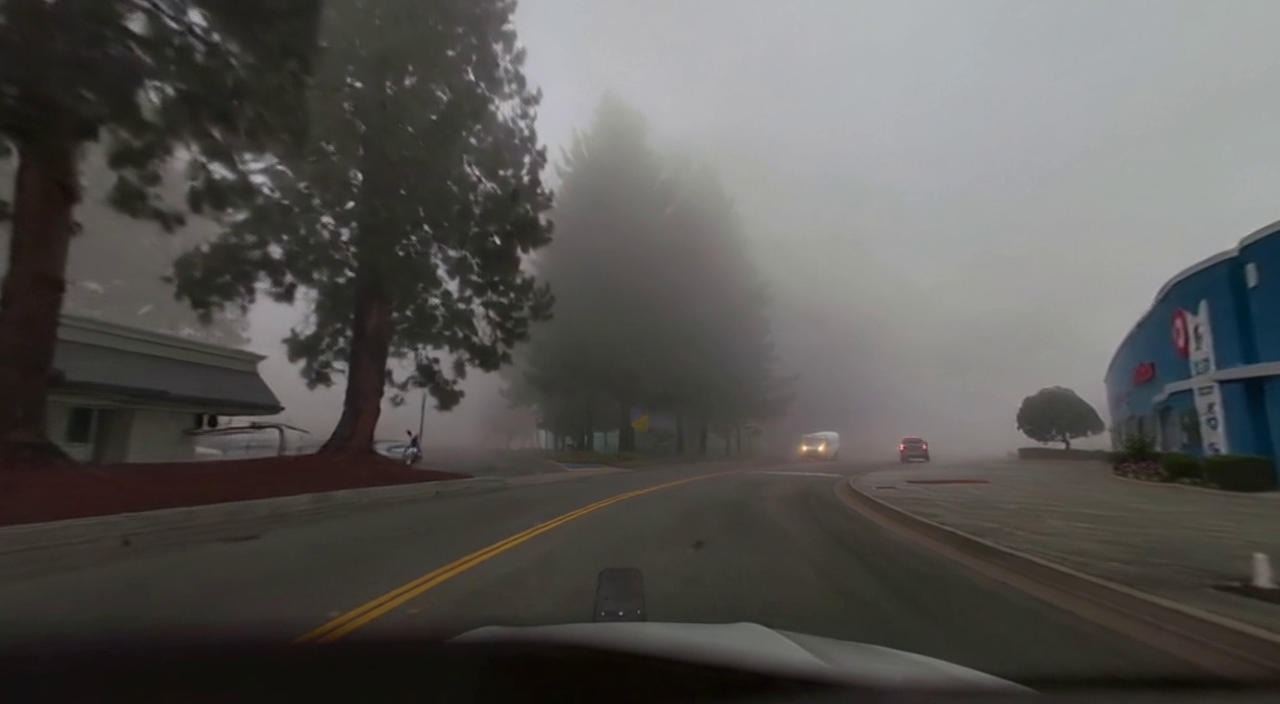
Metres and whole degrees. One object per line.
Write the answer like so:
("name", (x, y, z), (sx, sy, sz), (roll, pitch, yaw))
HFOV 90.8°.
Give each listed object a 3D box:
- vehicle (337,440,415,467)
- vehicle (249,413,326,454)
("vehicle", (-17.580, 6.764, 42.262), (4.410, 1.689, 1.974), (1, -9, -9))
("vehicle", (-24.841, 5.885, 44.803), (2.576, 2.597, 5.438), (-1, -10, -4))
